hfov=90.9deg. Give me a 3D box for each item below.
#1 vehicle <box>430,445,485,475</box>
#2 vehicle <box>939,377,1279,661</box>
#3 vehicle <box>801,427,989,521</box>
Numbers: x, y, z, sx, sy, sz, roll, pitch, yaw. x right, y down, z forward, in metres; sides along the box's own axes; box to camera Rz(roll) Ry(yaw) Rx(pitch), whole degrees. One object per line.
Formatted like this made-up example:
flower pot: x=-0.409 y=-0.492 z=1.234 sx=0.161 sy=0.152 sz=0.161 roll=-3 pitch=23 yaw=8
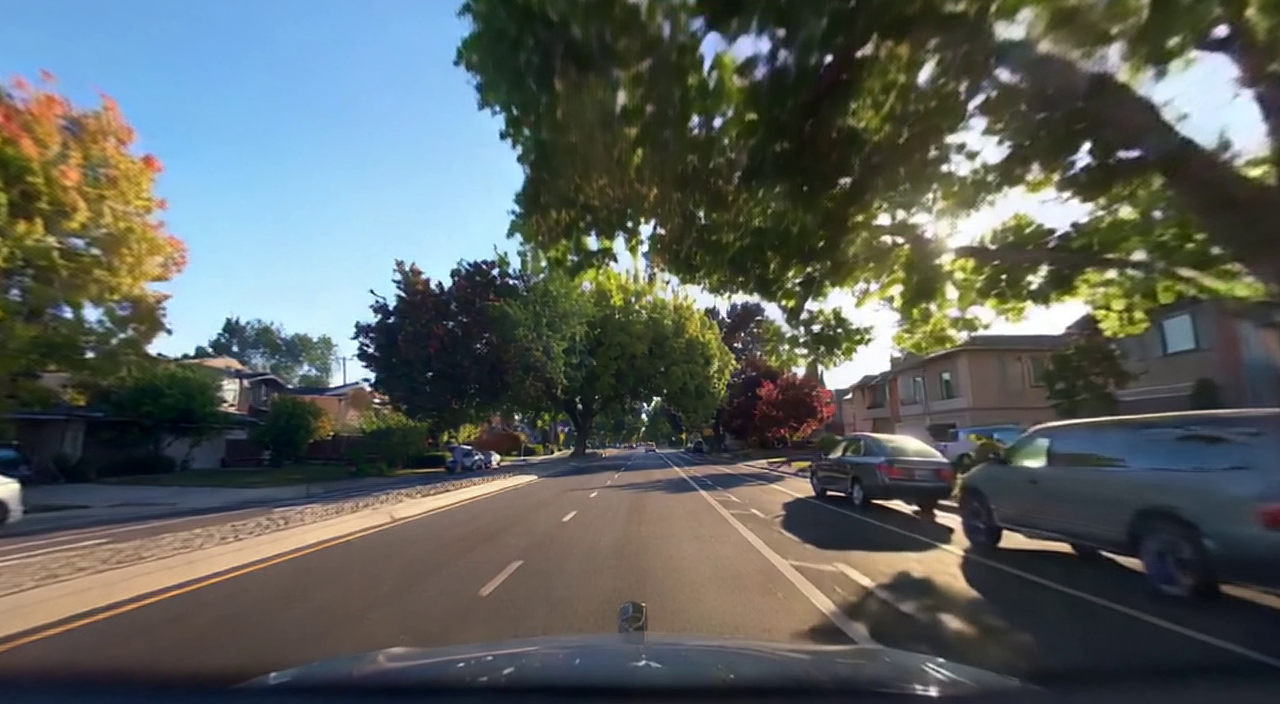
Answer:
vehicle: x=-11.301 y=6.733 z=39.453 sx=2.023 sy=1.629 sz=4.822 roll=-2 pitch=-8 yaw=0
vehicle: x=5.187 y=1.346 z=5.957 sx=2.112 sy=1.788 sz=5.605 roll=0 pitch=-8 yaw=2
vehicle: x=5.252 y=2.567 z=13.862 sx=2.104 sy=1.687 sz=4.636 roll=0 pitch=-8 yaw=-1
